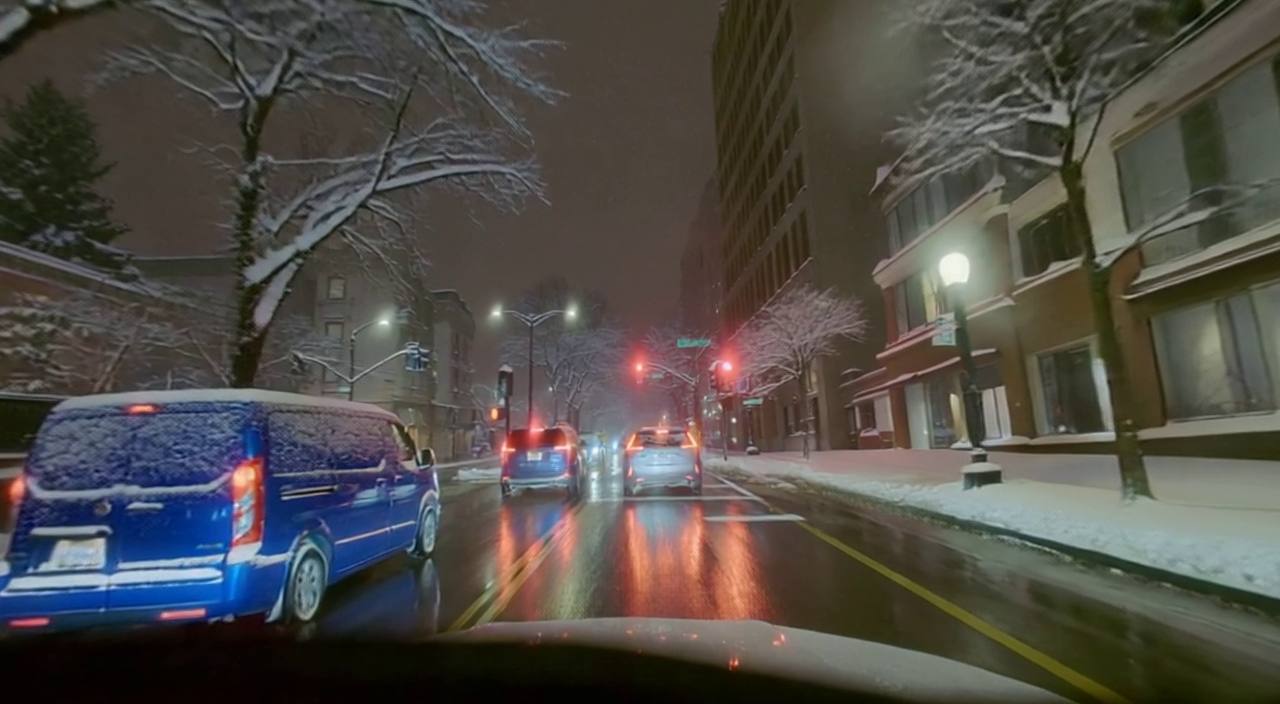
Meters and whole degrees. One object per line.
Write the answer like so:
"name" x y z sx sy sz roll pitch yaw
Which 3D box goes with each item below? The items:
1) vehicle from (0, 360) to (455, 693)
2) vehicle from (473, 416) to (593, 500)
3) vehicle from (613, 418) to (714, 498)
"vehicle" -3.090 1.170 5.250 1.940 1.722 3.823 0 -8 0
"vehicle" -2.487 2.613 15.909 2.124 1.799 4.587 0 -8 1
"vehicle" 0.555 2.622 15.890 2.205 1.727 3.917 0 -8 1
